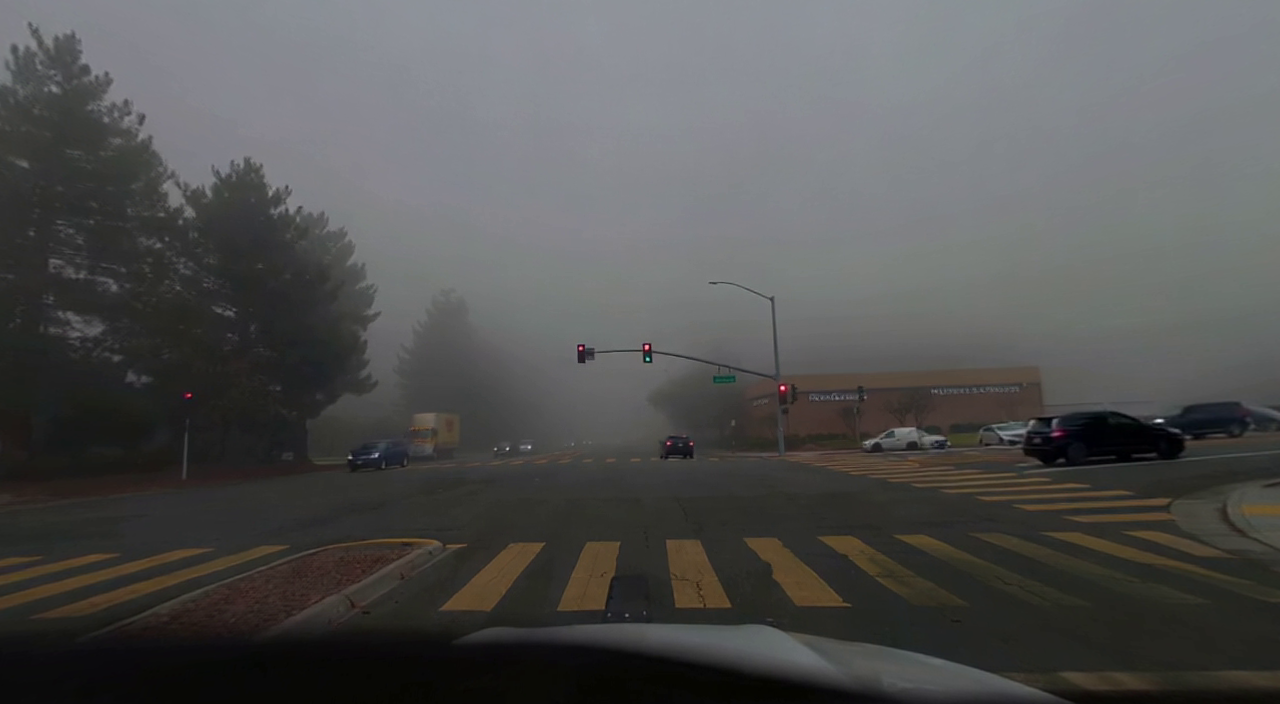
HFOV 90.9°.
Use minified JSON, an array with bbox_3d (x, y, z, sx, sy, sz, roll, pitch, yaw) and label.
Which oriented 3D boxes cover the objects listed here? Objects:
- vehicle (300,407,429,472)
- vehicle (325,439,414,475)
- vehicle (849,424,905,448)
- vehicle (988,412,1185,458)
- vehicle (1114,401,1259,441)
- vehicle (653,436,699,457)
[{"bbox_3d":[-16.695,5.536,39.526,3.161,3.455,11.058,0,-8,0],"label":"vehicle"},{"bbox_3d":[-12.036,4.681,28.399,1.996,1.489,4.566,0,-8,-1],"label":"vehicle"},{"bbox_3d":[17.360,6.223,46.322,3.329,1.415,1.821,-6,-9,2],"label":"vehicle"},{"bbox_3d":[14.427,2.741,20.594,4.994,1.416,1.783,0,-8,3],"label":"vehicle"},{"bbox_3d":[24.402,3.118,28.269,4.566,1.670,2.000,0,-8,-1],"label":"vehicle"},{"bbox_3d":[2.534,6.828,45.522,1.884,1.419,4.448,2,-9,-16],"label":"vehicle"}]
